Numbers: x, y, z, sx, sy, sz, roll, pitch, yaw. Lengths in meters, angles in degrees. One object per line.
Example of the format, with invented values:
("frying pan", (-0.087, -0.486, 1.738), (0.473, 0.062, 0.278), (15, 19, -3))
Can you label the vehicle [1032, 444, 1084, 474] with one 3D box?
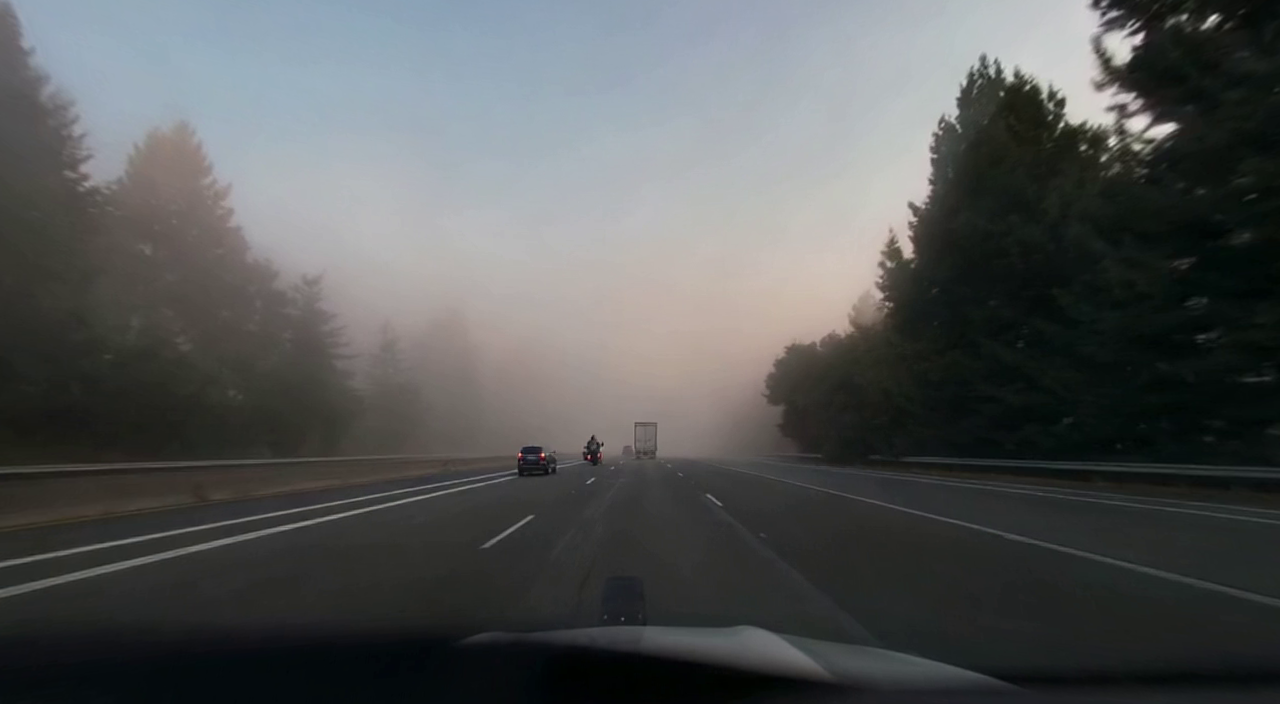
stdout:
("vehicle", (29.955, 7.634, 45.313), (2.085, 2.025, 4.992), (-3, -9, 23))
